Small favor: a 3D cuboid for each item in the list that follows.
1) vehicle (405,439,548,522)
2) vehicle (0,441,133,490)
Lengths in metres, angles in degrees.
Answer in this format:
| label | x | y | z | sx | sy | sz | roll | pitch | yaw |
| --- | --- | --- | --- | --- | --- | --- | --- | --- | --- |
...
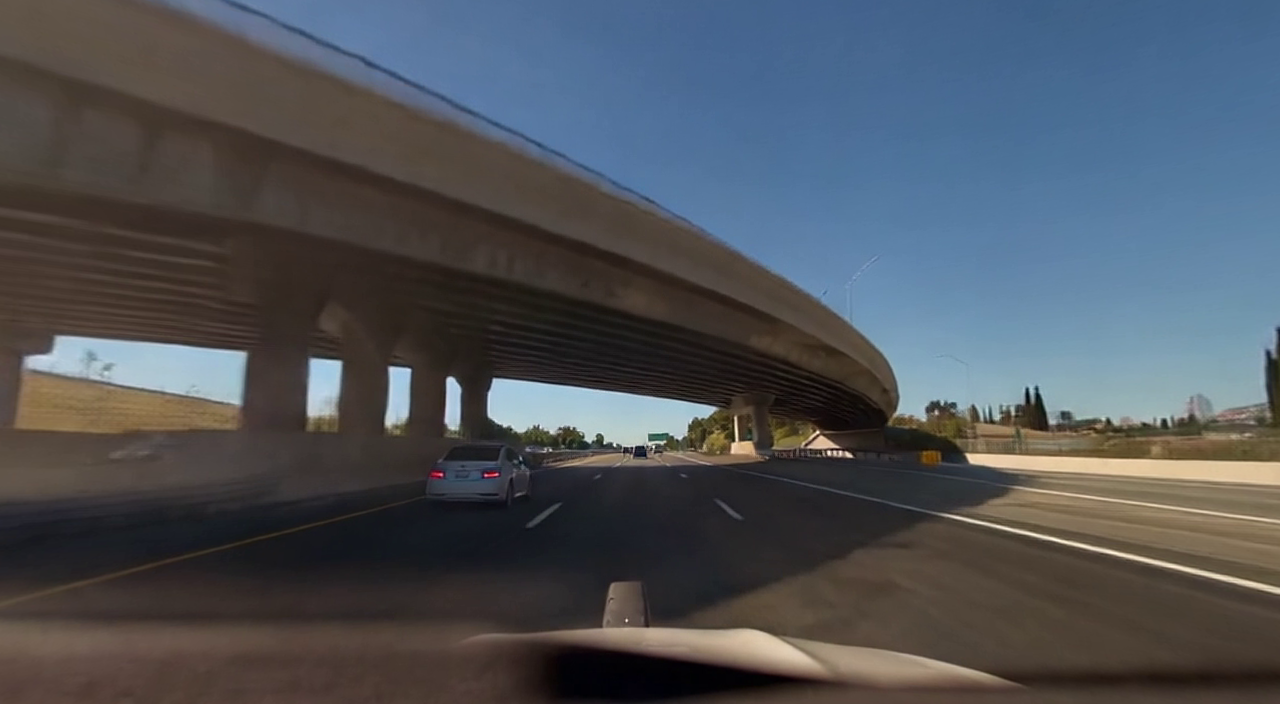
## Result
| label | x | y | z | sx | sy | sz | roll | pitch | yaw |
| --- | --- | --- | --- | --- | --- | --- | --- | --- | --- |
| vehicle | -3.302 | 2.655 | 13.608 | 1.968 | 1.504 | 3.892 | 0 | -8 | 1 |
| vehicle | -22.180 | 4.195 | 23.776 | 1.934 | 1.602 | 4.970 | 0 | -8 | 0 |
